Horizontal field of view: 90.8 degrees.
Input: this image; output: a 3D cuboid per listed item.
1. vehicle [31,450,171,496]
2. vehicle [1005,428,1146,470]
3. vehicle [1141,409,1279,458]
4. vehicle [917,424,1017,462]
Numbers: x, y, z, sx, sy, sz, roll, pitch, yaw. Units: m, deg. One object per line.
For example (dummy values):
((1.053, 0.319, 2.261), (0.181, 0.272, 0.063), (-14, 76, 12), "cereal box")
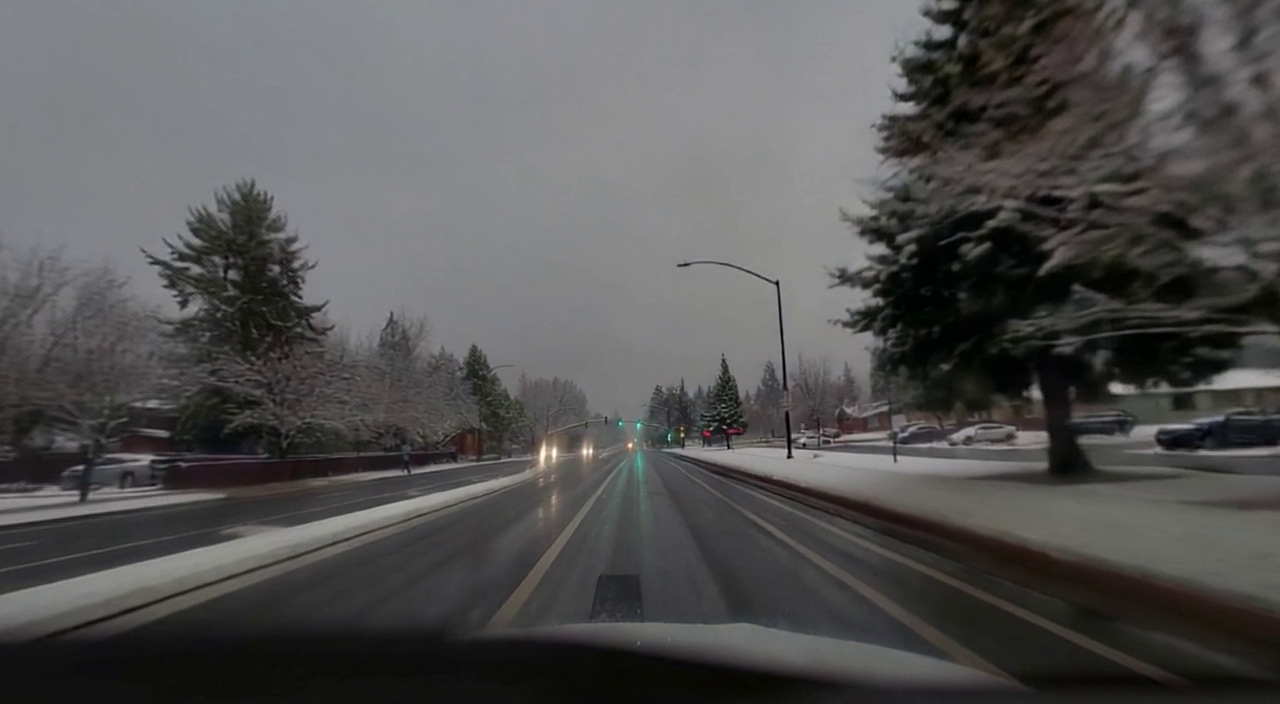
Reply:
((-24.652, 5.526, 29.001), (4.715, 1.451, 1.863), (-5, -3, -3), "vehicle")
((16.002, 3.612, 23.607), (1.849, 1.415, 4.801), (0, -8, 0), "vehicle")
((22.462, 3.071, 23.781), (5.268, 1.720, 2.149), (-1, -9, 1), "vehicle")
((15.639, 4.409, 30.556), (2.106, 1.670, 5.008), (0, -8, 0), "vehicle")
